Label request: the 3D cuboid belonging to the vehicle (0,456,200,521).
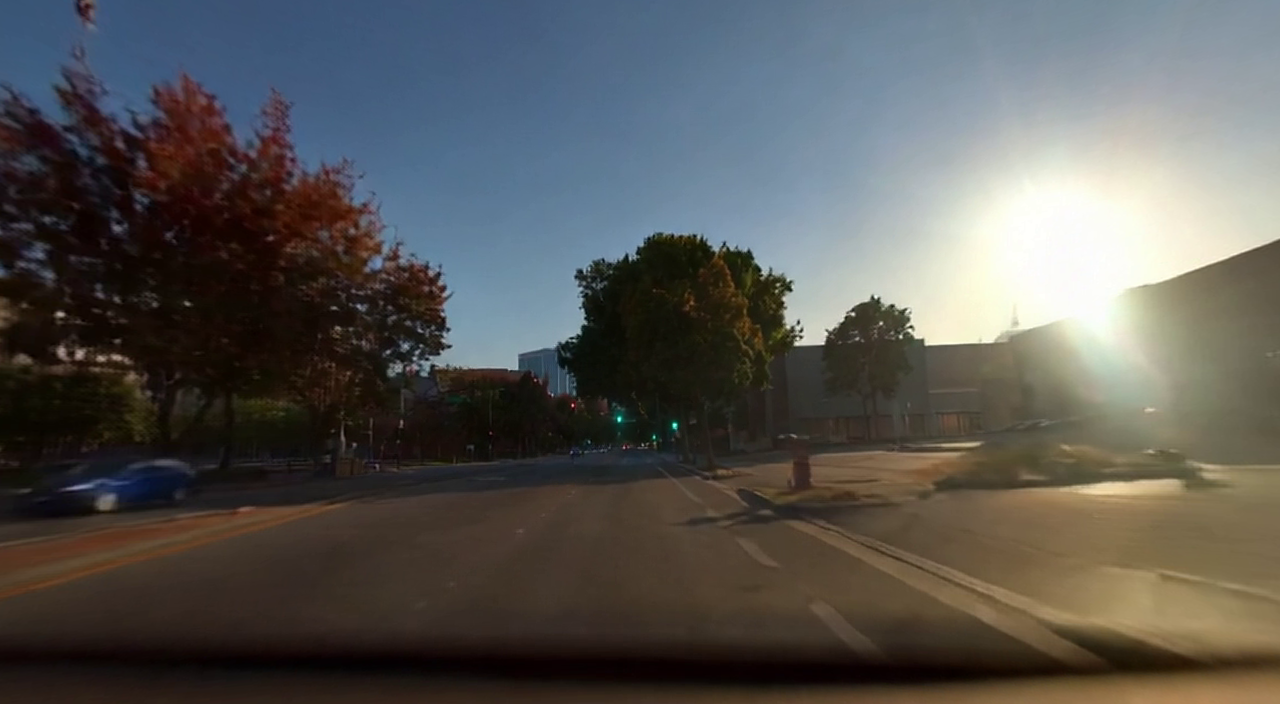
[{"bbox_3d":[-14.694,3.635,17.348,1.898,1.469,4.577,0,-9,0],"label":"vehicle"}]
